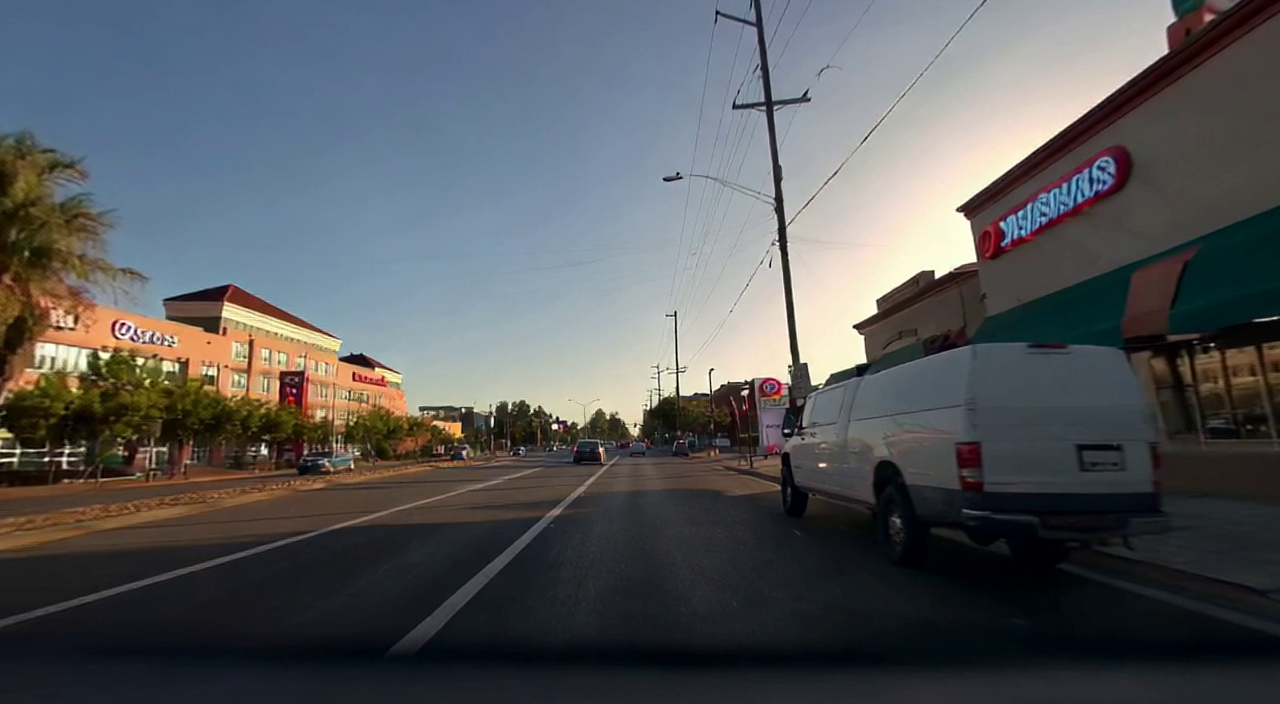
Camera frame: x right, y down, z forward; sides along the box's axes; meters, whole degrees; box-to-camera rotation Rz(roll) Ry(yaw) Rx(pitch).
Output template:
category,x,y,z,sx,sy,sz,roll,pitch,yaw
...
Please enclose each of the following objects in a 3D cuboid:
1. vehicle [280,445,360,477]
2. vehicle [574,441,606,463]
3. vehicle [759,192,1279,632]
category,x,y,z,sx,sy,sz,roll,pitch,yaw
vehicle,-18.509,6.309,36.806,2.144,1.725,4.716,0,-9,0
vehicle,-3.724,7.532,47.690,2.179,1.490,4.742,0,-9,-2
vehicle,3.875,0.931,8.392,3.089,3.207,7.611,0,-9,0
